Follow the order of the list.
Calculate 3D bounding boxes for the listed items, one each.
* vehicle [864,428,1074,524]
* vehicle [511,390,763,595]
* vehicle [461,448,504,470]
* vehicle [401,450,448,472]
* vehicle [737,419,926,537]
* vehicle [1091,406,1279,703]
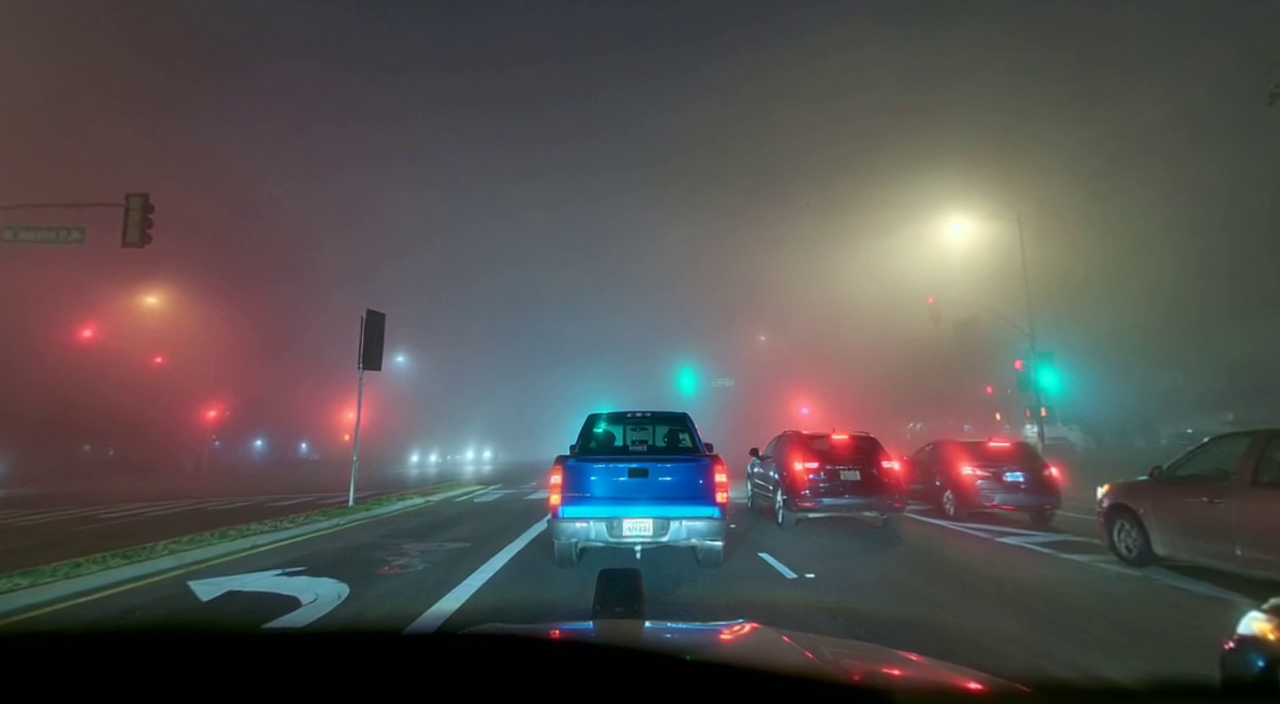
[{"bbox_3d":[6.525,2.492,13.240,2.002,1.651,4.305,0,-8,-1],"label":"vehicle"},{"bbox_3d":[-0.133,1.637,8.256,2.344,1.883,4.572,0,-8,-3],"label":"vehicle"},{"bbox_3d":[-11.752,7.986,47.380,1.989,1.459,4.667,0,-8,0],"label":"vehicle"},{"bbox_3d":[-15.810,7.959,46.513,1.915,1.491,4.347,0,-8,1],"label":"vehicle"},{"bbox_3d":[3.234,2.225,11.787,2.013,1.742,4.424,0,-8,-1],"label":"vehicle"},{"bbox_3d":[3.244,0.720,0.821,2.057,1.463,4.365,0,-8,0],"label":"vehicle"}]
